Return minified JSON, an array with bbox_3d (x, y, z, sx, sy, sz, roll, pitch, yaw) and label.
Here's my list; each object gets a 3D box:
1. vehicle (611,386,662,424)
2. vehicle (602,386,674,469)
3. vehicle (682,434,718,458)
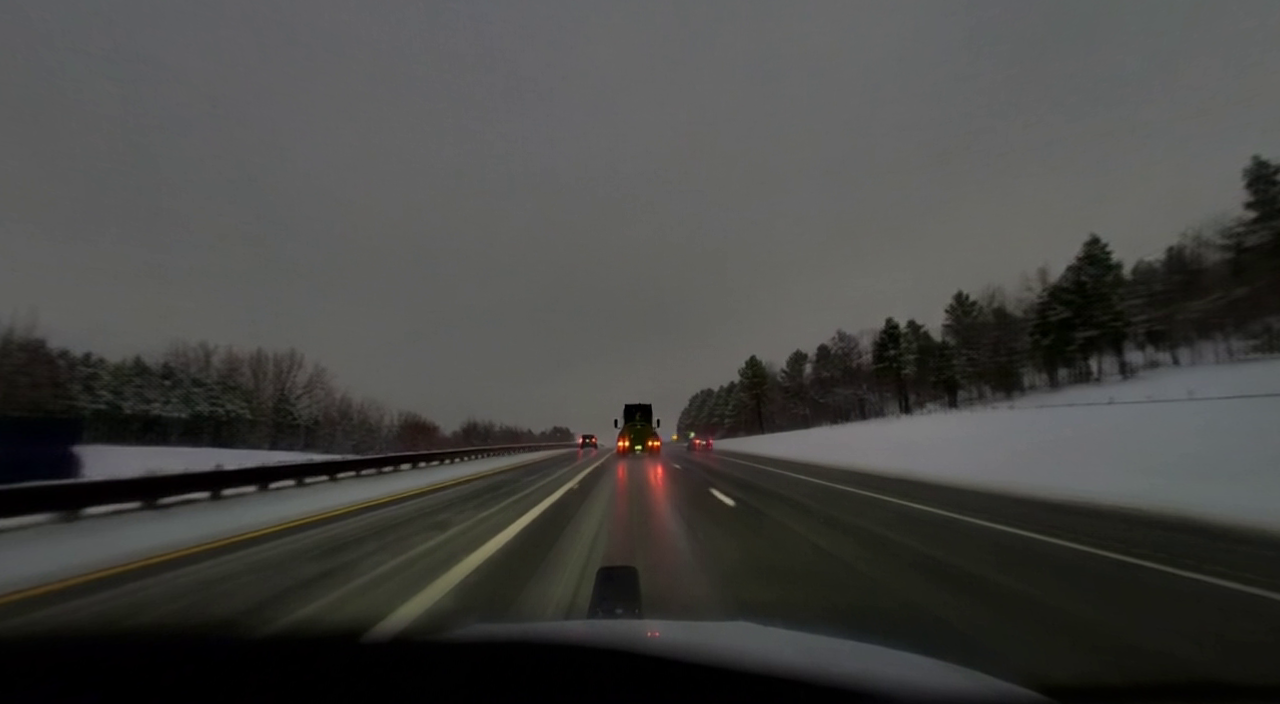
[{"bbox_3d":[-0.180,2.425,28.040,2.112,1.472,4.240,0,-8,-1],"label":"vehicle"},{"bbox_3d":[-0.268,3.991,32.604,2.953,3.406,13.372,0,-7,-2],"label":"vehicle"},{"bbox_3d":[3.886,6.183,41.652,1.910,1.492,4.324,0,-8,-1],"label":"vehicle"}]
